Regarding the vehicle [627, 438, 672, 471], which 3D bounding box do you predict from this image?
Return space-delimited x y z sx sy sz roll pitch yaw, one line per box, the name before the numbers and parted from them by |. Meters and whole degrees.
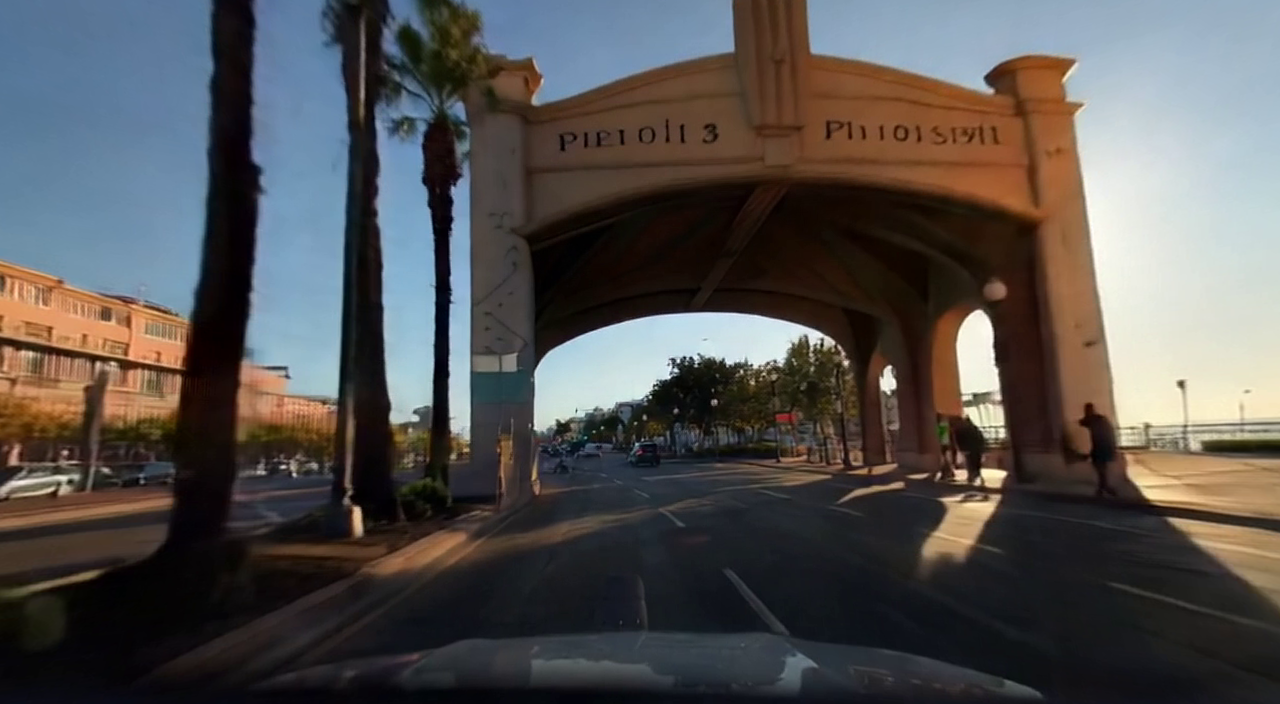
vehicle | 0.513 6.723 41.831 2.284 2.010 6.670 1 -8 -5
